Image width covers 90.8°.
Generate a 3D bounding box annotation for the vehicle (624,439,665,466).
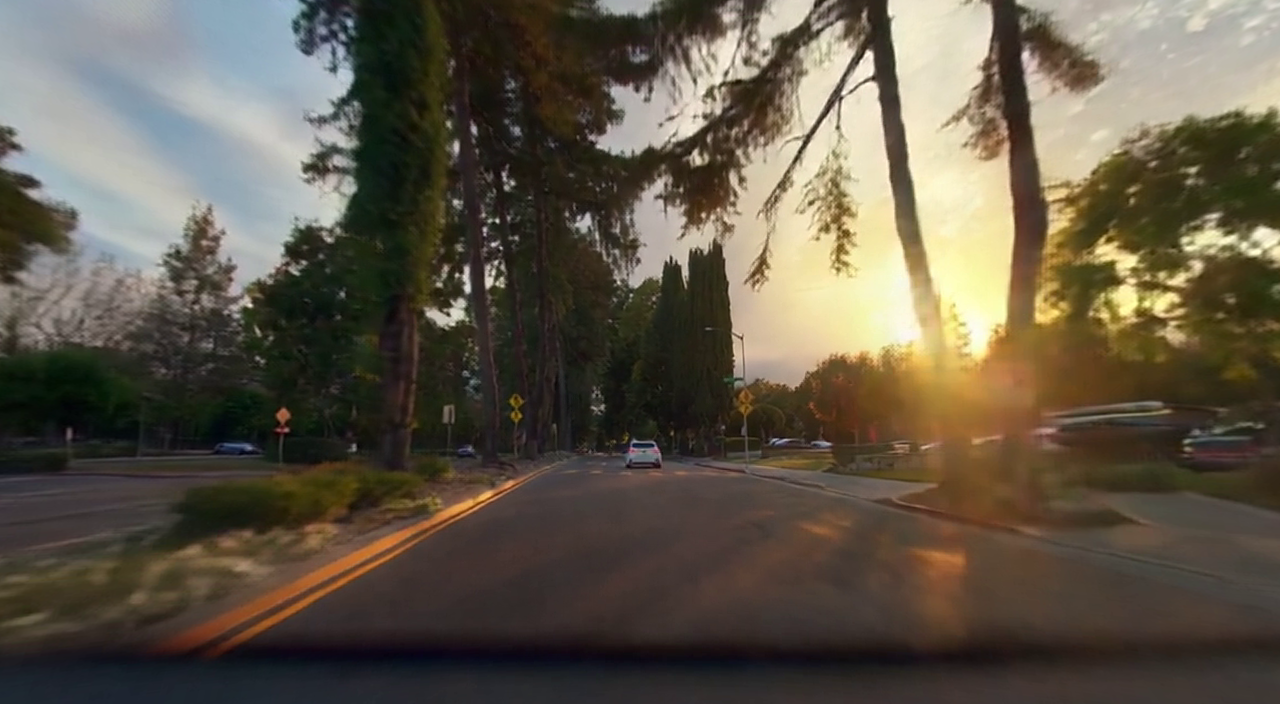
[{"bbox_3d":[0.191,6.052,38.150,2.142,1.501,4.273,0,-8,-4],"label":"vehicle"}]
